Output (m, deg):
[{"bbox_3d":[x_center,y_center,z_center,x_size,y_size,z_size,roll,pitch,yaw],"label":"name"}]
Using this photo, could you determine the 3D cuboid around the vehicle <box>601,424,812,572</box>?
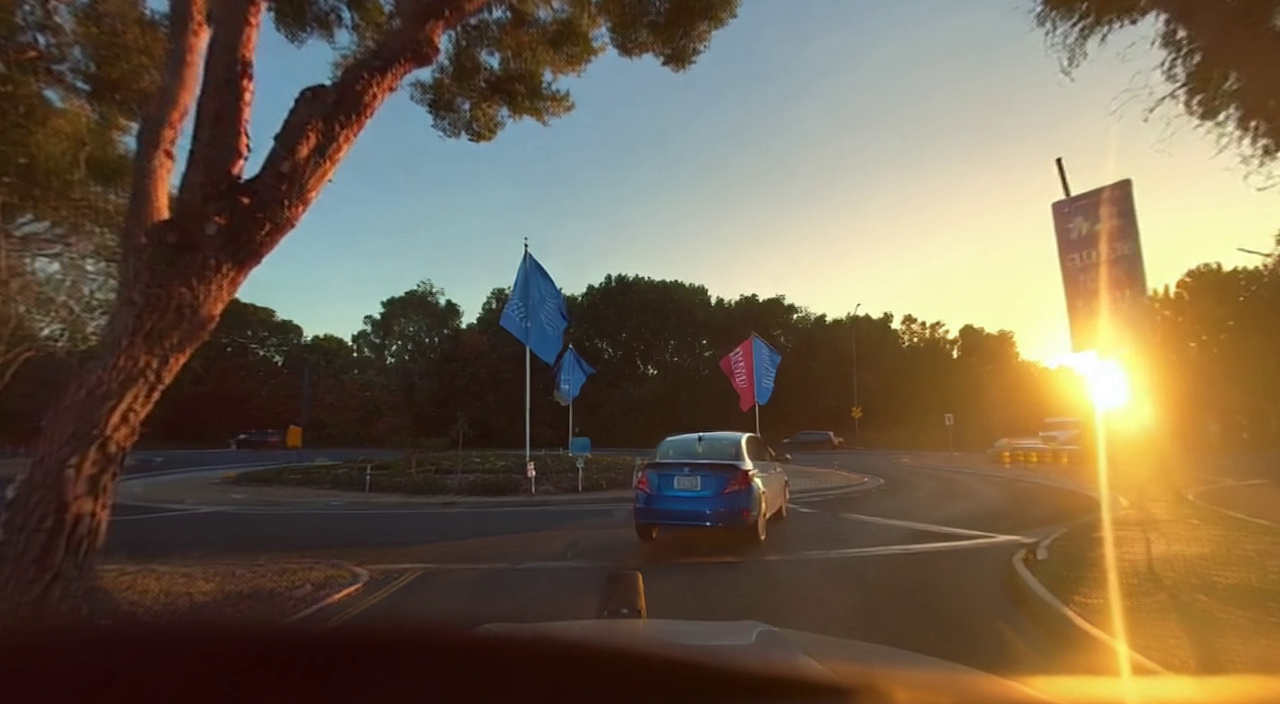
[{"bbox_3d":[1.201,1.966,9.213,2.078,1.607,4.010,-4,-10,20],"label":"vehicle"}]
